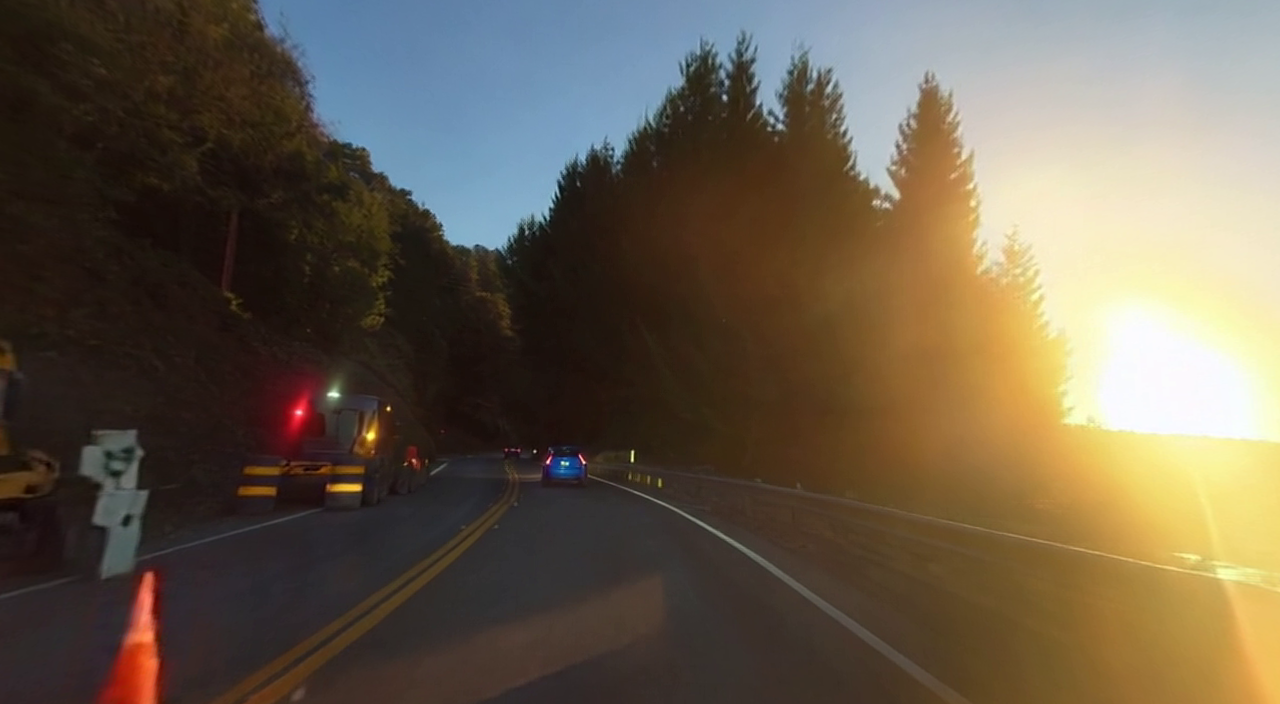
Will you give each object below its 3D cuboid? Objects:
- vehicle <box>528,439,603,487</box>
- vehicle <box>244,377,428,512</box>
[{"bbox_3d":[-2.703,3.825,22.136,2.259,1.503,4.075,2,-8,-11],"label":"vehicle"},{"bbox_3d":[-6.592,2.087,14.330,2.257,2.597,4.069,0,-8,-4],"label":"vehicle"}]
